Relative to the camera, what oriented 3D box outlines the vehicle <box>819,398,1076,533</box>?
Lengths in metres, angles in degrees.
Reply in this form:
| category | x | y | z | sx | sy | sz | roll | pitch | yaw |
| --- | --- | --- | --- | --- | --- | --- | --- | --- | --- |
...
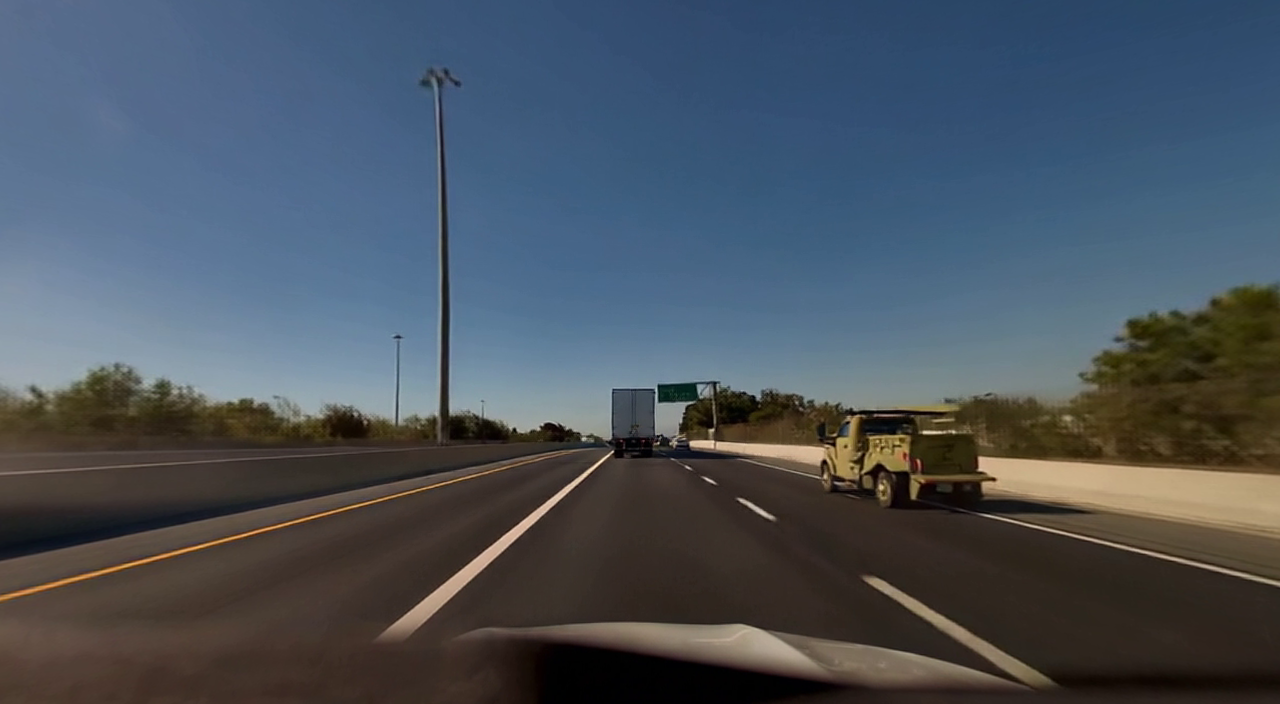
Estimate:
| category | x | y | z | sx | sy | sz | roll | pitch | yaw |
| --- | --- | --- | --- | --- | --- | --- | --- | --- | --- |
| vehicle | 4.869 | 1.852 | 10.956 | 2.091 | 1.829 | 4.625 | 0 | -8 | -1 |

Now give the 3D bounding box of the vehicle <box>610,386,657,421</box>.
| category | x | y | z | sx | sy | sz | roll | pitch | yaw |
| --- | --- | --- | --- | --- | --- | --- | --- | --- | --- |
| vehicle | -0.290 | 2.525 | 30.354 | 2.112 | 1.472 | 4.240 | 0 | -8 | 0 |

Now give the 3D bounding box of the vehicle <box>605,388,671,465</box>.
| category | x | y | z | sx | sy | sz | roll | pitch | yaw |
| --- | --- | --- | --- | --- | --- | --- | --- | --- | --- |
| vehicle | -0.321 | 4.091 | 34.684 | 2.953 | 3.406 | 13.372 | 1 | -7 | -2 |
